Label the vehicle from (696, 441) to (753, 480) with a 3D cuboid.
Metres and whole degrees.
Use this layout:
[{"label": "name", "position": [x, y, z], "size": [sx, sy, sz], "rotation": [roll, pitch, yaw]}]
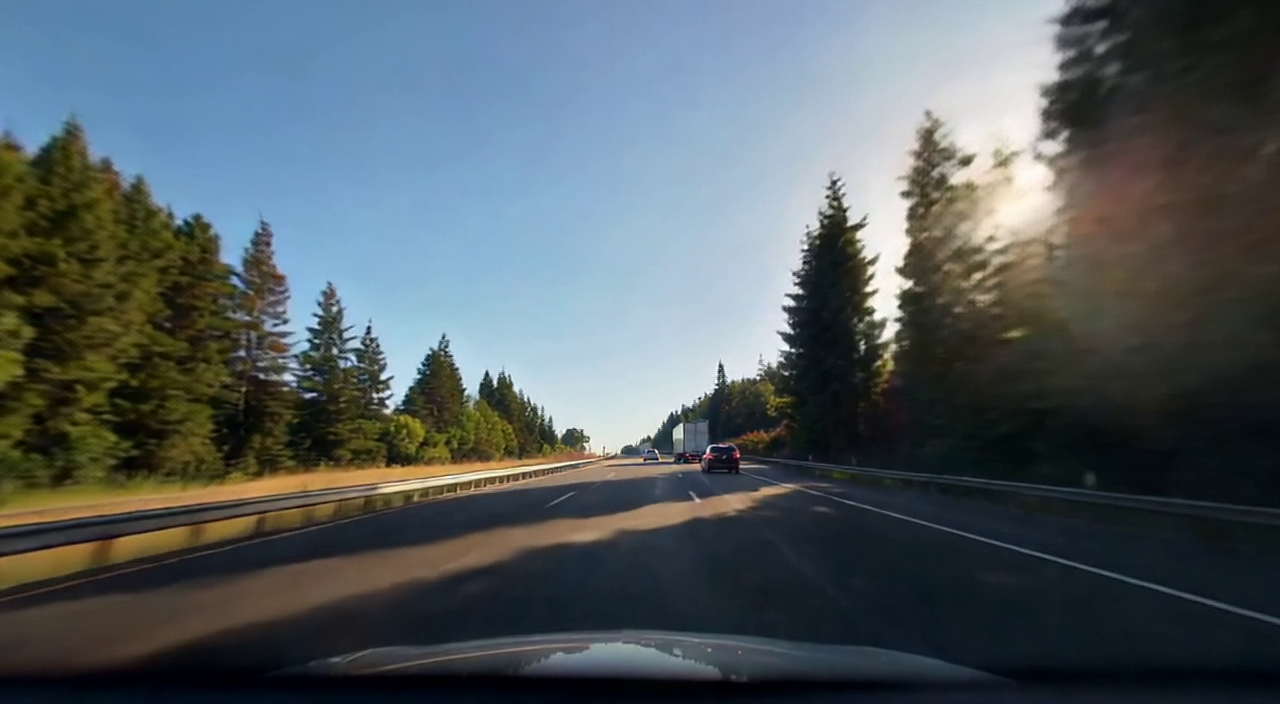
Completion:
[{"label": "vehicle", "position": [3.814, 5.021, 29.301], "size": [2.096, 1.653, 4.185], "rotation": [0, -9, 0]}]
